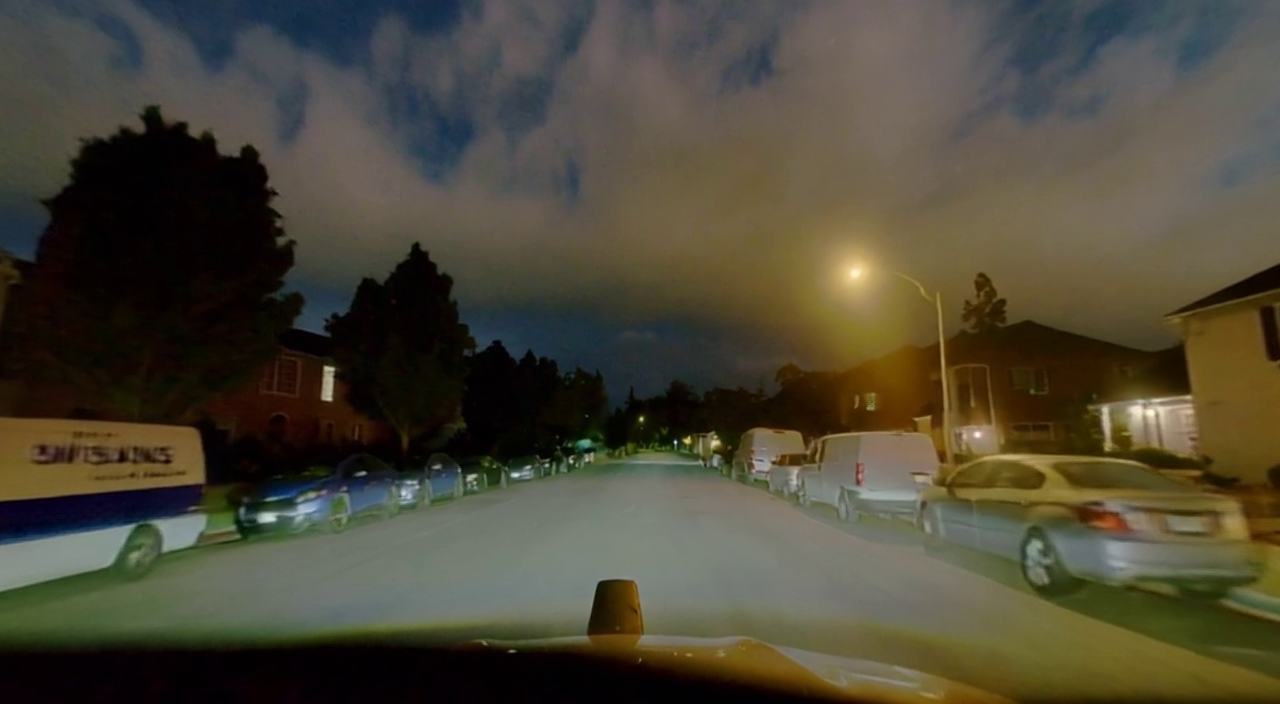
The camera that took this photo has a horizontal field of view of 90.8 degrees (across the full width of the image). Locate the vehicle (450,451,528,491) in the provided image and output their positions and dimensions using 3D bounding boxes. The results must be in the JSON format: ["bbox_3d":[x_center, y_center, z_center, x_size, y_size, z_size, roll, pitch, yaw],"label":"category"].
[{"bbox_3d":[-6.116,4.860,26.189,1.869,1.467,4.921,-1,-9,2],"label":"vehicle"}]

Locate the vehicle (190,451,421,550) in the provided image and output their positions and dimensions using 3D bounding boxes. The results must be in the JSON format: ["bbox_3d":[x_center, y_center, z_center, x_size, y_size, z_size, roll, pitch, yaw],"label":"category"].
[{"bbox_3d":[-6.211,2.764,12.553,1.840,1.476,4.739,-2,-8,3],"label":"vehicle"}]

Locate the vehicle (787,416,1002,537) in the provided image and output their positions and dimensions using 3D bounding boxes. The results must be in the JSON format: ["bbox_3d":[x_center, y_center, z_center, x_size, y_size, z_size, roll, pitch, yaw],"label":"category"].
[{"bbox_3d":[4.672,2.403,12.823,2.072,1.883,5.576,0,-9,0],"label":"vehicle"}]

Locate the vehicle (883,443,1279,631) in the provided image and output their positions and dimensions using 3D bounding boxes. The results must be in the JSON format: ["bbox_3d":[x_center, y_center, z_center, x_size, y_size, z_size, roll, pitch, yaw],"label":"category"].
[{"bbox_3d":[4.608,1.796,7.240,1.811,1.439,4.521,0,-9,0],"label":"vehicle"}]

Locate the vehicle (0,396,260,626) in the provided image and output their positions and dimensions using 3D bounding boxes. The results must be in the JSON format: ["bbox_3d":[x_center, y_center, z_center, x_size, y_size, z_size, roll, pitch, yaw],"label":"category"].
[{"bbox_3d":[-6.638,1.512,6.179,2.085,1.997,5.755,-2,-8,2],"label":"vehicle"}]
